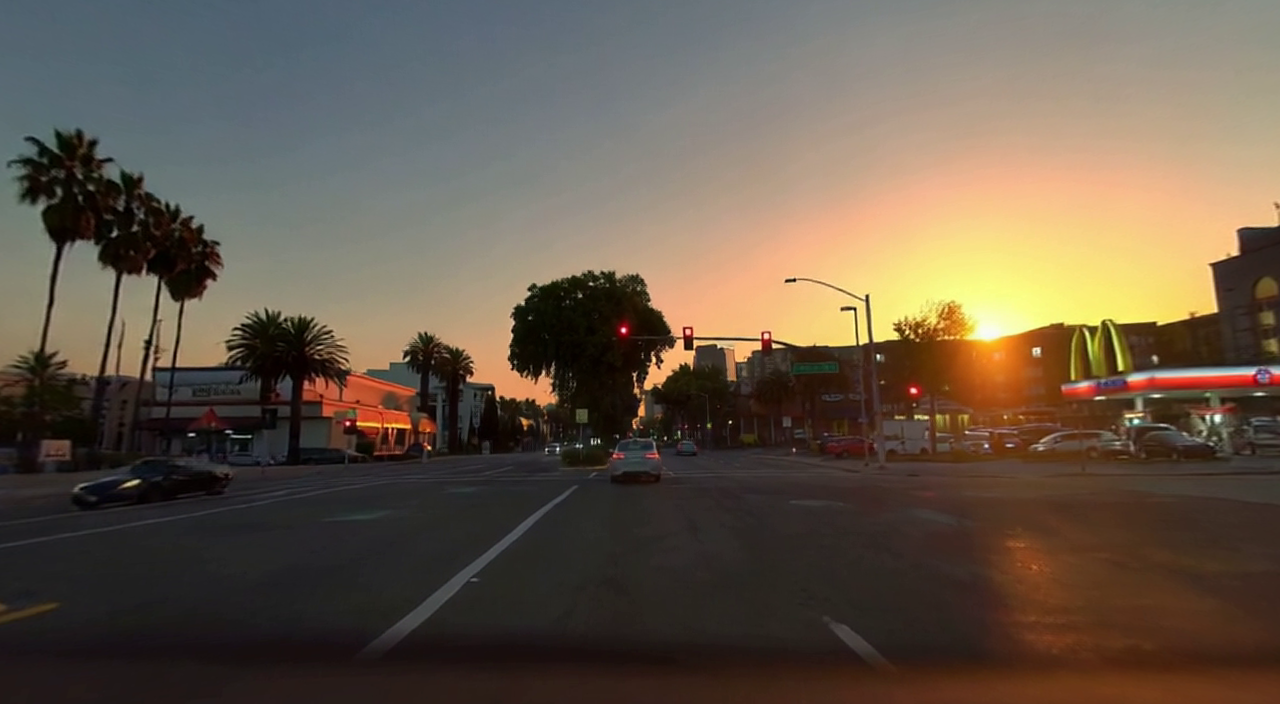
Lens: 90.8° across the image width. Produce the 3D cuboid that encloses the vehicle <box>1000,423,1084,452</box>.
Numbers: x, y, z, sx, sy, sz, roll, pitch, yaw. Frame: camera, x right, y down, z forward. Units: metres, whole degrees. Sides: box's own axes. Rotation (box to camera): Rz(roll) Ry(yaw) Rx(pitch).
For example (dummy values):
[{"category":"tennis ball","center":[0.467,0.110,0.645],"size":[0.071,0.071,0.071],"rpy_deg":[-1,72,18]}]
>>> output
[{"category":"vehicle","center":[24.452,5.227,38.556],"size":[3.783,1.560,1.853],"rpy_deg":[-4,-9,10]}]

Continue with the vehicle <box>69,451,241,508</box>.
[{"category":"vehicle","center":[-15.282,3.997,20.318],"size":[1.896,1.508,4.659],"rpy_deg":[0,-8,-1]}]

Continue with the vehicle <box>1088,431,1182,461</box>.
[{"category":"vehicle","center":[26.248,4.989,33.664],"size":[1.923,1.501,3.849],"rpy_deg":[0,-8,2]}]

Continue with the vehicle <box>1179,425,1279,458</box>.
[{"category":"vehicle","center":[31.767,4.785,33.808],"size":[1.903,1.630,4.320],"rpy_deg":[0,-8,-2]}]

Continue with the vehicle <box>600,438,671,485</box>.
[{"category":"vehicle","center":[-0.179,3.862,22.666],"size":[2.270,1.475,4.571],"rpy_deg":[0,-8,-1]}]

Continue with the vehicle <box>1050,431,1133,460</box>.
[{"category":"vehicle","center":[24.159,5.008,33.968],"size":[1.738,1.462,3.609],"rpy_deg":[0,-8,0]}]

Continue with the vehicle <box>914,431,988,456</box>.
[{"category":"vehicle","center":[19.464,5.747,39.701],"size":[3.833,1.495,1.892],"rpy_deg":[-3,-9,17]}]
